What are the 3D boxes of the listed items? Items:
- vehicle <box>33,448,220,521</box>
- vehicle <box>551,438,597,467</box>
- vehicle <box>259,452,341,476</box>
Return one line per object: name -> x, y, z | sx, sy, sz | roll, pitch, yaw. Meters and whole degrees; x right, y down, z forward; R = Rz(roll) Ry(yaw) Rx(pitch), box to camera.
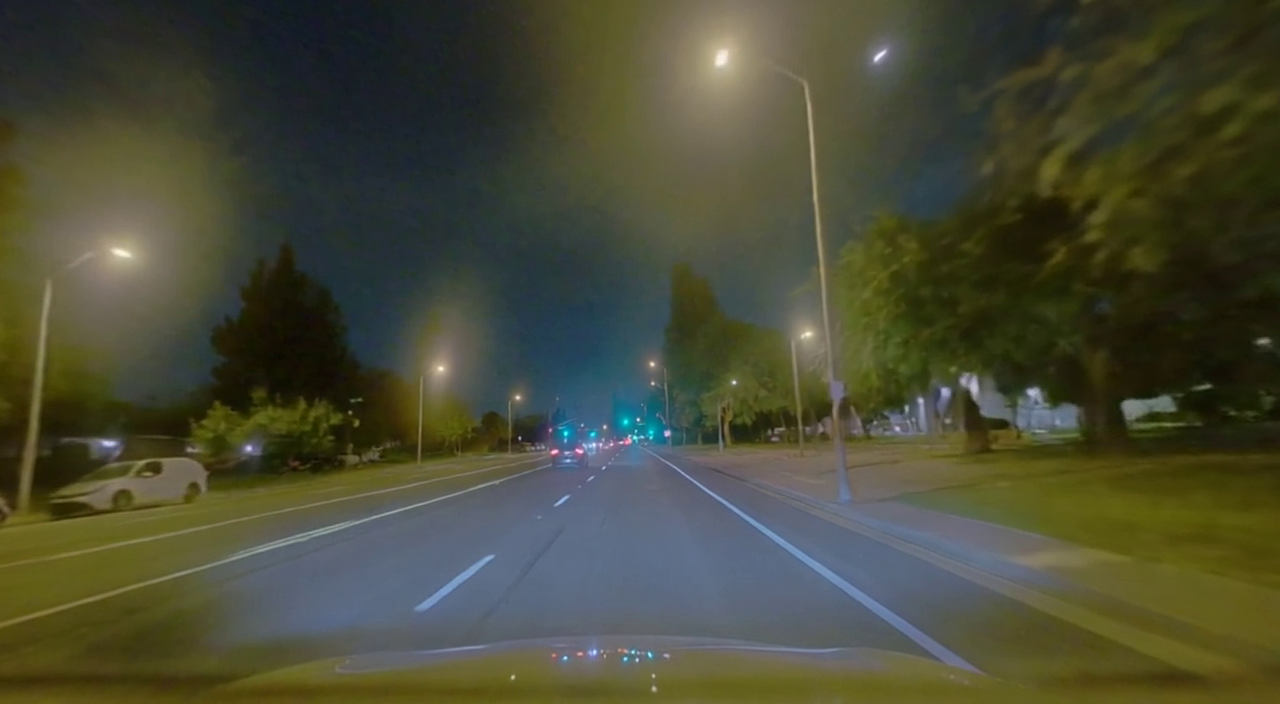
vehicle -> -15.752, 4.017, 19.801 | 2.050, 1.784, 4.577 | -3, -8, 0
vehicle -> -3.513, 5.482, 34.558 | 2.030, 1.467, 4.251 | 0, -8, 0
vehicle -> -22.300, 7.352, 41.534 | 4.252, 1.458, 1.915 | 0, -8, 1
